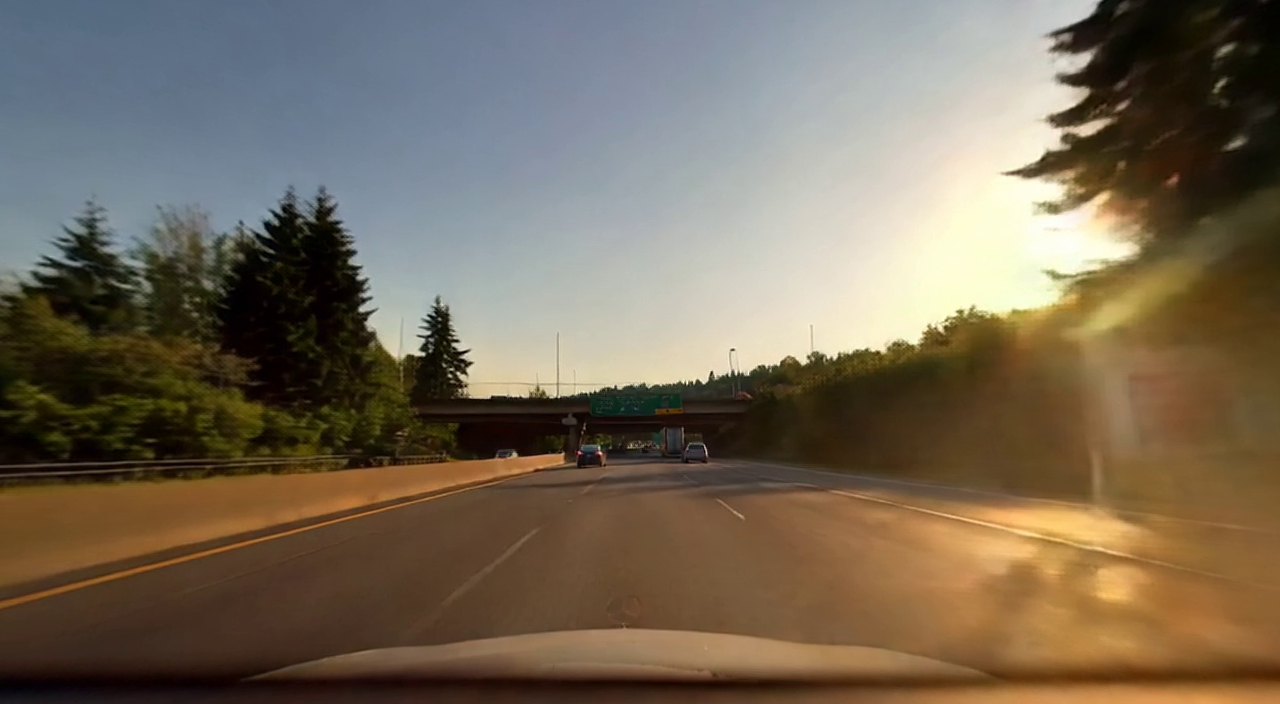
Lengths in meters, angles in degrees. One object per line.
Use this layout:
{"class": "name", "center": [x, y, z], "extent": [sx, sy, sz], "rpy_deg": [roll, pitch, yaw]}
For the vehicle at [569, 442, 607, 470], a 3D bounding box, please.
{"class": "vehicle", "center": [-3.502, 7.139, 43.496], "extent": [2.238, 1.792, 4.518], "rpy_deg": [0, -9, 0]}
